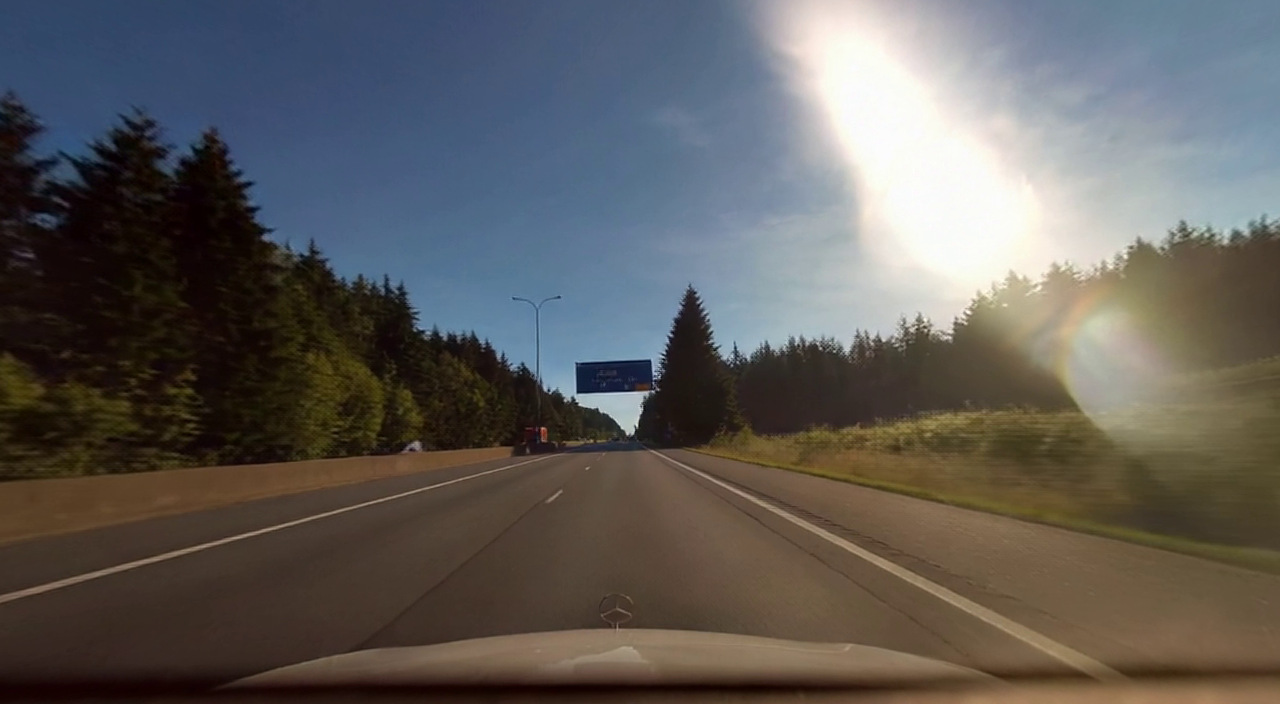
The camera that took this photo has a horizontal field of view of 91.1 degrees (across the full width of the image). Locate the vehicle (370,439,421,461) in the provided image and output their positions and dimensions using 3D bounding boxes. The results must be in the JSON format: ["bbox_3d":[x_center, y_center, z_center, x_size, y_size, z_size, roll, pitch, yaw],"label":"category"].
[{"bbox_3d":[-17.473,6.993,45.168,1.985,1.448,4.191,0,-8,0],"label":"vehicle"}]
